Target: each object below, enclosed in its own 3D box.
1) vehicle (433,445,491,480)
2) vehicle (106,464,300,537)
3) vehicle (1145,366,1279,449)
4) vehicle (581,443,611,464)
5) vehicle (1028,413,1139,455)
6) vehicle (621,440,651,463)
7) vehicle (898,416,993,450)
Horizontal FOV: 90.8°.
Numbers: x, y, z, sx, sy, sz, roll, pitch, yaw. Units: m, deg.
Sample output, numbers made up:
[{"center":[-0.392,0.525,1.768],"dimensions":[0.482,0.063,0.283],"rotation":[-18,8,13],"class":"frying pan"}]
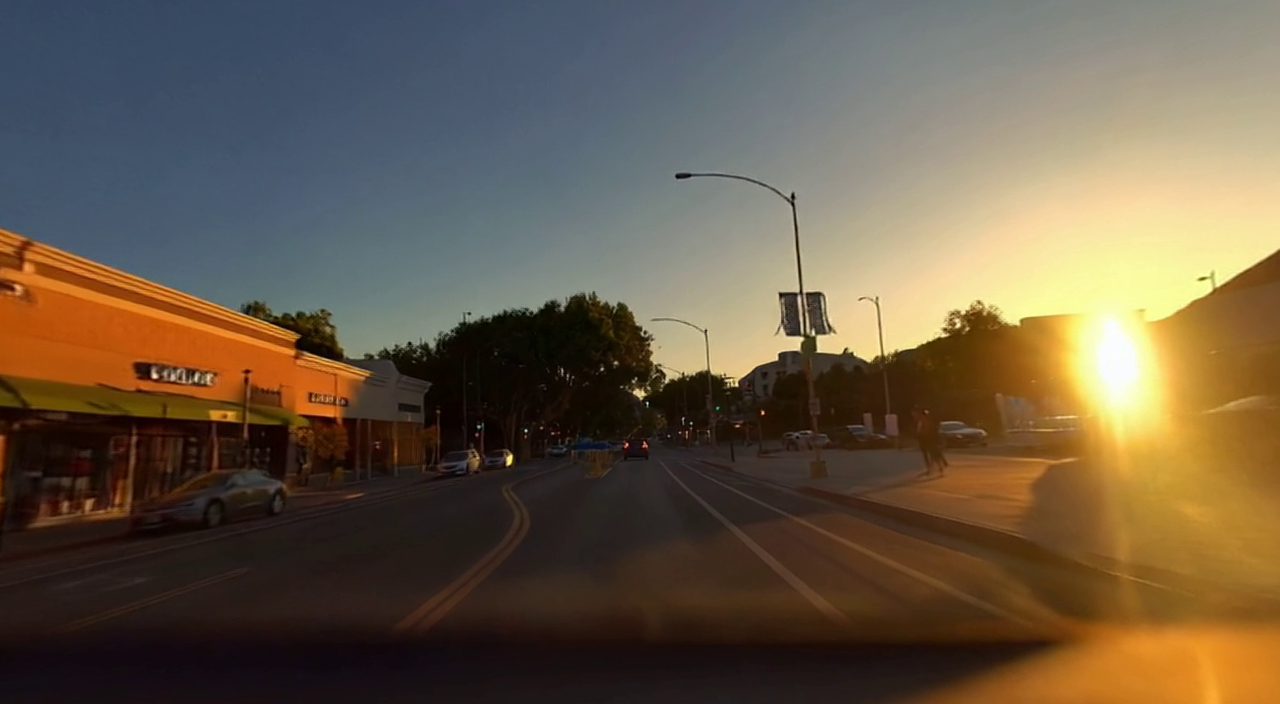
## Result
[{"center":[-10.854,6.737,38.896],"dimensions":[2.033,1.930,4.786],"rotation":[0,-8,1],"class":"vehicle"},{"center":[-10.977,3.711,16.381],"dimensions":[1.828,1.470,4.523],"rotation":[0,-8,-1],"class":"vehicle"},{"center":[16.245,1.503,16.146],"dimensions":[5.190,1.898,2.168],"rotation":[1,-9,-10],"class":"vehicle"},{"center":[-3.227,7.470,46.759],"dimensions":[1.987,1.461,4.228],"rotation":[0,-8,-1],"class":"vehicle"},{"center":[17.061,3.234,24.593],"dimensions":[1.773,1.446,4.421],"rotation":[-2,-9,11],"class":"vehicle"},{"center":[-0.275,7.381,46.913],"dimensions":[2.105,1.611,3.750],"rotation":[0,-8,0],"class":"vehicle"},{"center":[16.807,4.510,34.963],"dimensions":[4.135,1.753,2.122],"rotation":[0,-8,1],"class":"vehicle"}]
